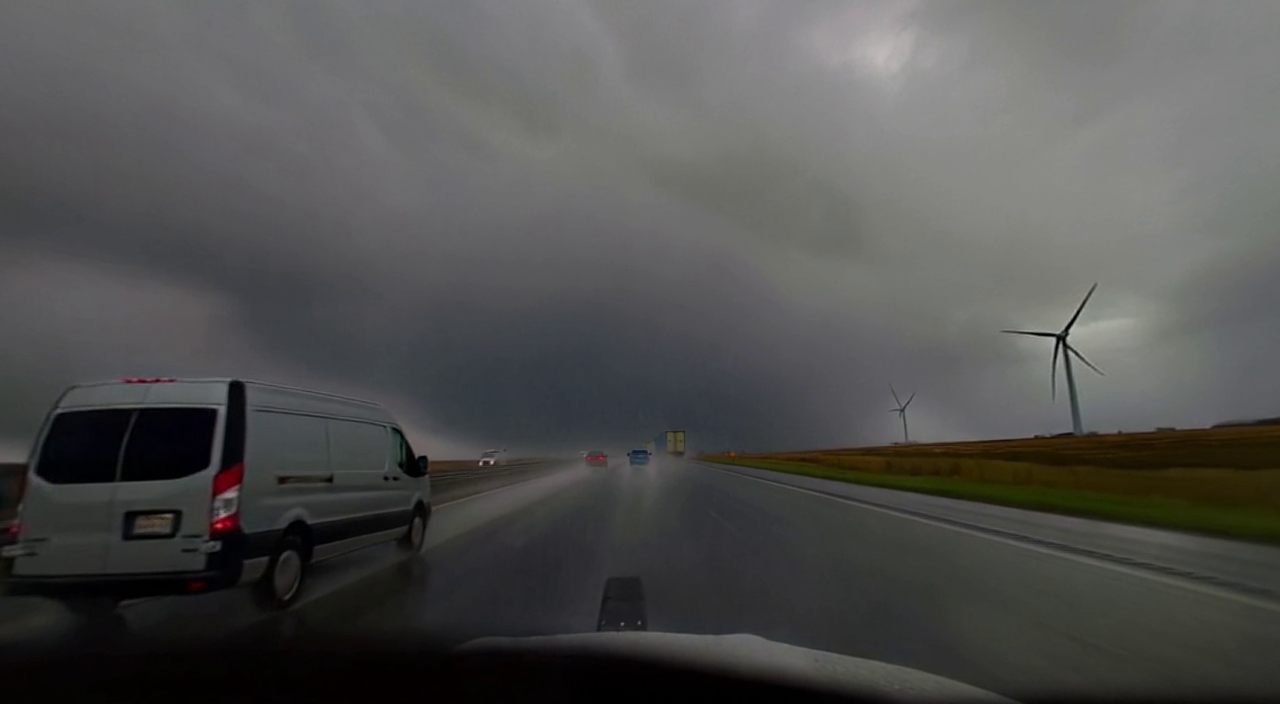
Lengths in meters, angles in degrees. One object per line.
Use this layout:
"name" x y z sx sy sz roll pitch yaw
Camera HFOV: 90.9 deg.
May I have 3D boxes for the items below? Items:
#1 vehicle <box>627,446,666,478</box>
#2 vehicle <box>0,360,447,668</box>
"vehicle" 0.360 6.200 35.840 2.083 1.689 4.083 -1 -9 0
"vehicle" -3.862 1.407 6.497 2.238 1.984 4.650 0 -9 0
